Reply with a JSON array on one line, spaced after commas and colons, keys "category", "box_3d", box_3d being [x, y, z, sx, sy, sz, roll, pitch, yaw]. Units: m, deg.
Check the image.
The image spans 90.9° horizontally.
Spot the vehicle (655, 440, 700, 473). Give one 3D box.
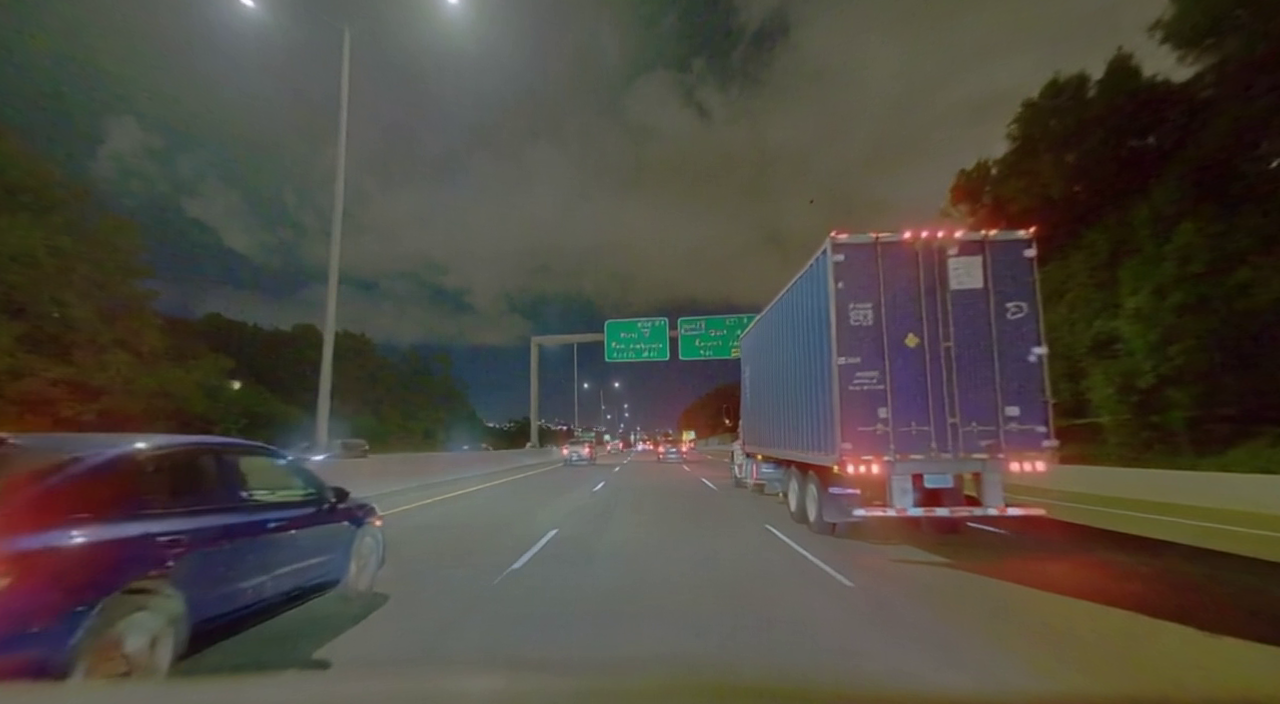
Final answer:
[{"category": "vehicle", "box_3d": [1.840, 5.118, 31.085, 2.040, 1.461, 4.822, -1, -8, 3]}]

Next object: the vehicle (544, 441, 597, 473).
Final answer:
[{"category": "vehicle", "box_3d": [-3.463, 5.323, 32.204, 2.099, 1.494, 4.504, 0, -8, 1]}]

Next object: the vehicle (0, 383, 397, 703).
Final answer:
[{"category": "vehicle", "box_3d": [-3.440, 1.102, 3.644, 1.974, 1.589, 5.047, 0, -8, 1]}]

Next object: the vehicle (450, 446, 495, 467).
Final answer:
[{"category": "vehicle", "box_3d": [-12.201, 7.612, 46.183, 1.975, 1.476, 4.492, 0, -8, 1]}]

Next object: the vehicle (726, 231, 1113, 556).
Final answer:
[{"category": "vehicle", "box_3d": [4.019, 1.241, 13.133, 2.985, 3.895, 11.239, 0, -8, 1]}]
